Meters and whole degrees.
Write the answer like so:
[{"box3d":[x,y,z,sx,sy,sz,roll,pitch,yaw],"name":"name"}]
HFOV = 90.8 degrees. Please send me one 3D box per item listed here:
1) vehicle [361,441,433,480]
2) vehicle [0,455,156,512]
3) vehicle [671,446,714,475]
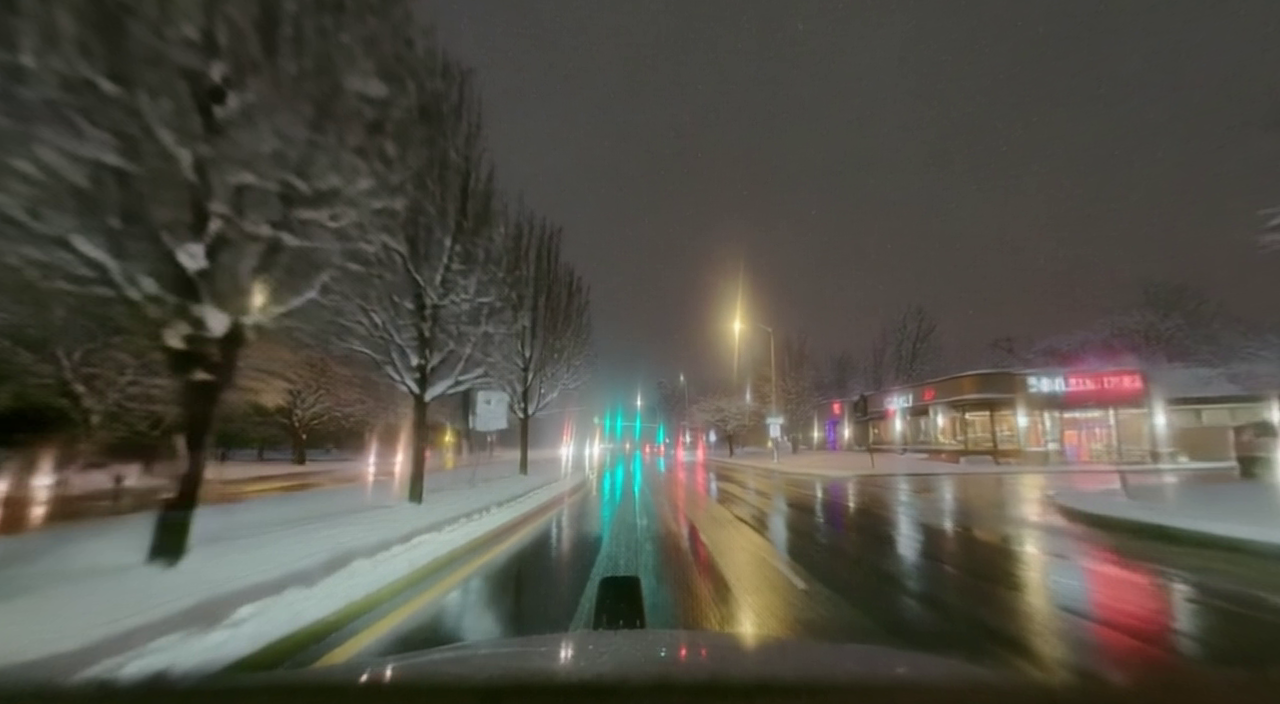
[{"box3d":[-11.769,5.248,30.921,1.953,1.761,4.702,1,-9,-5],"name":"vehicle"},{"box3d":[-18.323,4.157,20.440,1.827,1.546,4.506,0,-8,-2],"name":"vehicle"},{"box3d":[2.980,6.240,36.710,1.961,1.580,4.020,0,-8,-3],"name":"vehicle"}]
